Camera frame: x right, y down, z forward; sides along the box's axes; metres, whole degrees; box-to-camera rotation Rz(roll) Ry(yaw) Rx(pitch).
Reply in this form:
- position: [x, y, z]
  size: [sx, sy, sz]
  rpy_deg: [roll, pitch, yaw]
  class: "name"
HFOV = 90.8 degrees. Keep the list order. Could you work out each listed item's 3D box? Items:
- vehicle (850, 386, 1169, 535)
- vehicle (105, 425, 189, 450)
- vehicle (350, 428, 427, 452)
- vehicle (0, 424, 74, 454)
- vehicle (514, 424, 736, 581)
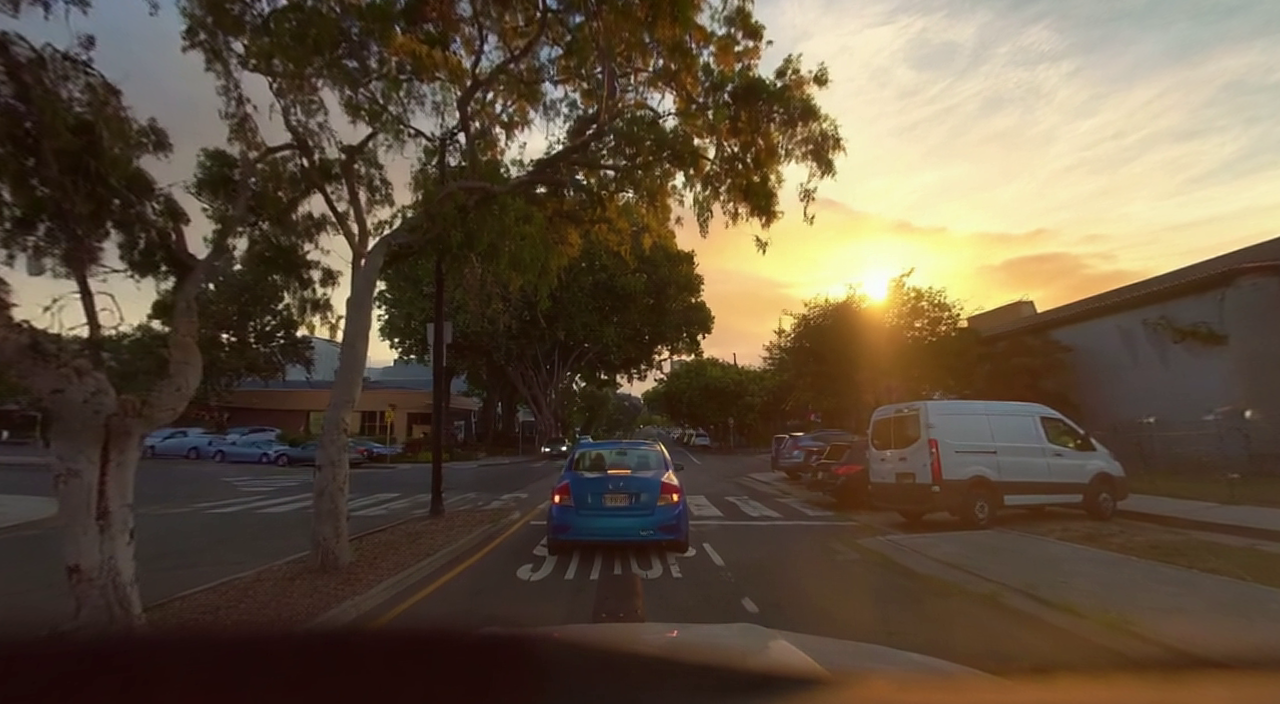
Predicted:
- position: [6.642, 1.887, 11.331]
  size: [5.385, 2.146, 2.143]
  rpy_deg: [4, -9, -26]
  class: "vehicle"
- position: [-31.830, 5.534, 40.852]
  size: [3.915, 1.574, 1.850]
  rpy_deg: [0, -9, 3]
  class: "vehicle"
- position: [-18.449, 6.496, 46.512]
  size: [4.892, 1.679, 1.927]
  rpy_deg: [1, -9, -6]
  class: "vehicle"
- position: [-31.842, 4.438, 32.097]
  size: [4.168, 1.458, 1.904]
  rpy_deg: [0, -9, -2]
  class: "vehicle"
- position: [-0.201, 1.744, 8.223]
  size: [2.065, 1.450, 4.522]
  rpy_deg: [0, -9, -2]
  class: "vehicle"
